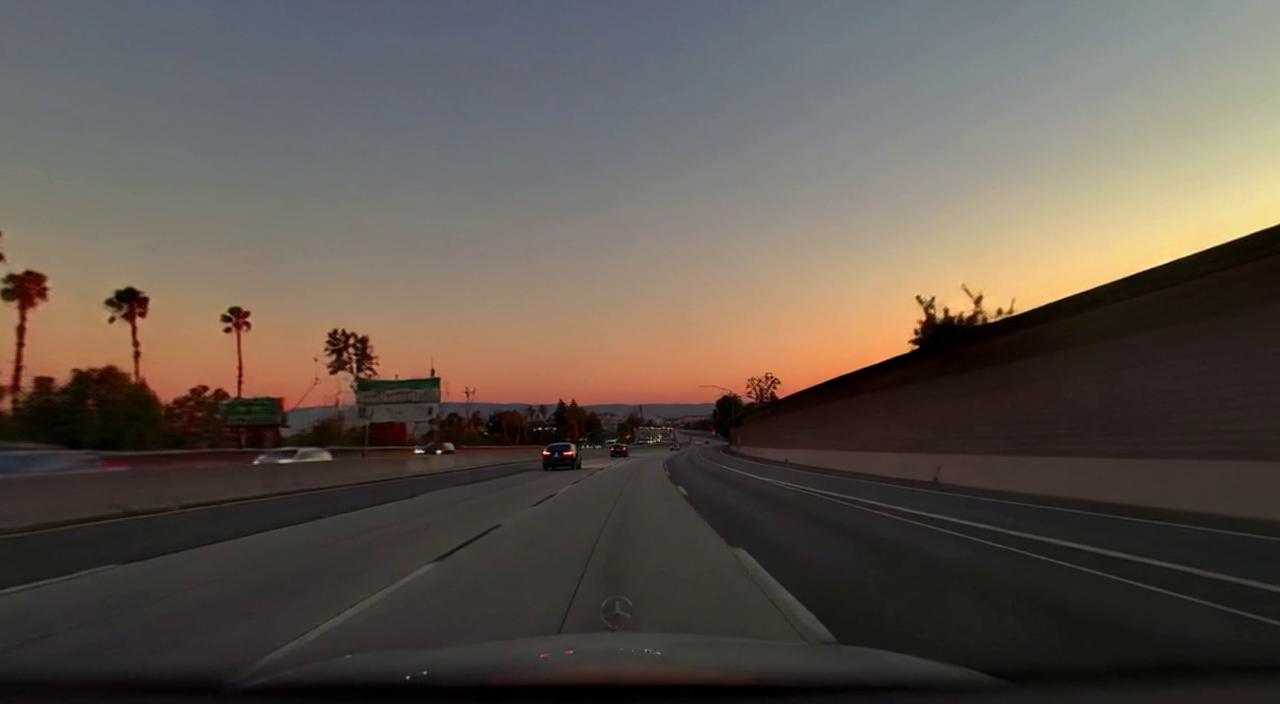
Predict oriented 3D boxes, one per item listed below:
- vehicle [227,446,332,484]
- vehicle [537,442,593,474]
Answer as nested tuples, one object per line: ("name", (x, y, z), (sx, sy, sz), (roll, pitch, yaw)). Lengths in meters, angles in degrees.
("vehicle", (-14.541, 4.565, 25.776), (1.961, 1.413, 3.799), (-1, -8, 2))
("vehicle", (-3.695, 5.326, 32.031), (2.078, 1.457, 4.648), (-1, -8, 3))
